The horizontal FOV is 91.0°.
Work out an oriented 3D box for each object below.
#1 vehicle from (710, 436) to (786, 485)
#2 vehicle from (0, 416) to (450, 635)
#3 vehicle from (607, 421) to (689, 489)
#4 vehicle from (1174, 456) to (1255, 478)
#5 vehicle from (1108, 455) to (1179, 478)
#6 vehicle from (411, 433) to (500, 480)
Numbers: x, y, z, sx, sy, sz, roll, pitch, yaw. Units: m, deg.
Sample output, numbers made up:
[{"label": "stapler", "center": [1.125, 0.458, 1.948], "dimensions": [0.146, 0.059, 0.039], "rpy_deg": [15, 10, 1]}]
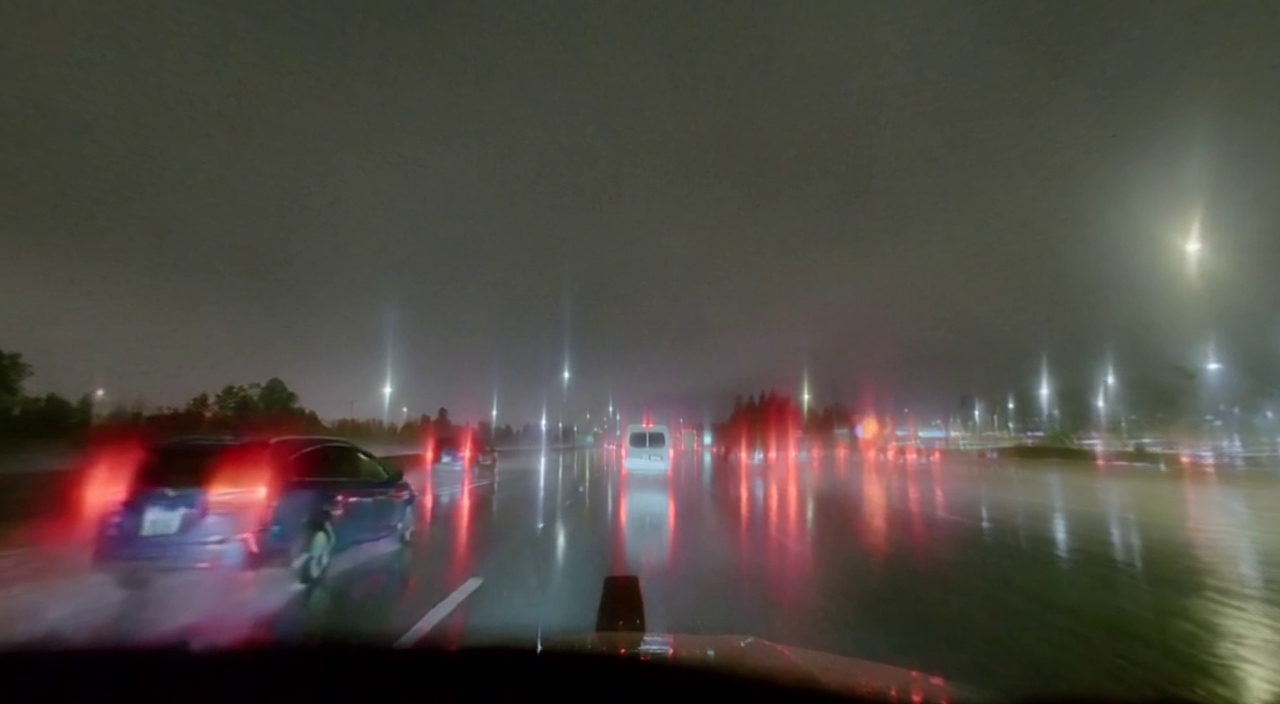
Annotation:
[{"label": "vehicle", "center": [4.022, 4.124, 24.303], "dimensions": [2.146, 1.678, 4.489], "rpy_deg": [0, -8, 0]}, {"label": "vehicle", "center": [-3.965, 1.595, 6.960], "dimensions": [2.173, 1.542, 4.781], "rpy_deg": [0, -8, 1]}, {"label": "vehicle", "center": [0.229, 3.517, 21.780], "dimensions": [2.509, 2.062, 4.639], "rpy_deg": [0, -8, 0]}, {"label": "vehicle", "center": [42.298, 8.471, 46.435], "dimensions": [4.039, 1.466, 1.715], "rpy_deg": [-2, -8, 6]}, {"label": "vehicle", "center": [37.325, 8.502, 46.757], "dimensions": [3.527, 1.437, 1.839], "rpy_deg": [-4, -8, 8]}, {"label": "vehicle", "center": [-7.613, 4.369, 26.640], "dimensions": [2.192, 1.776, 4.957], "rpy_deg": [0, -8, 1]}]
